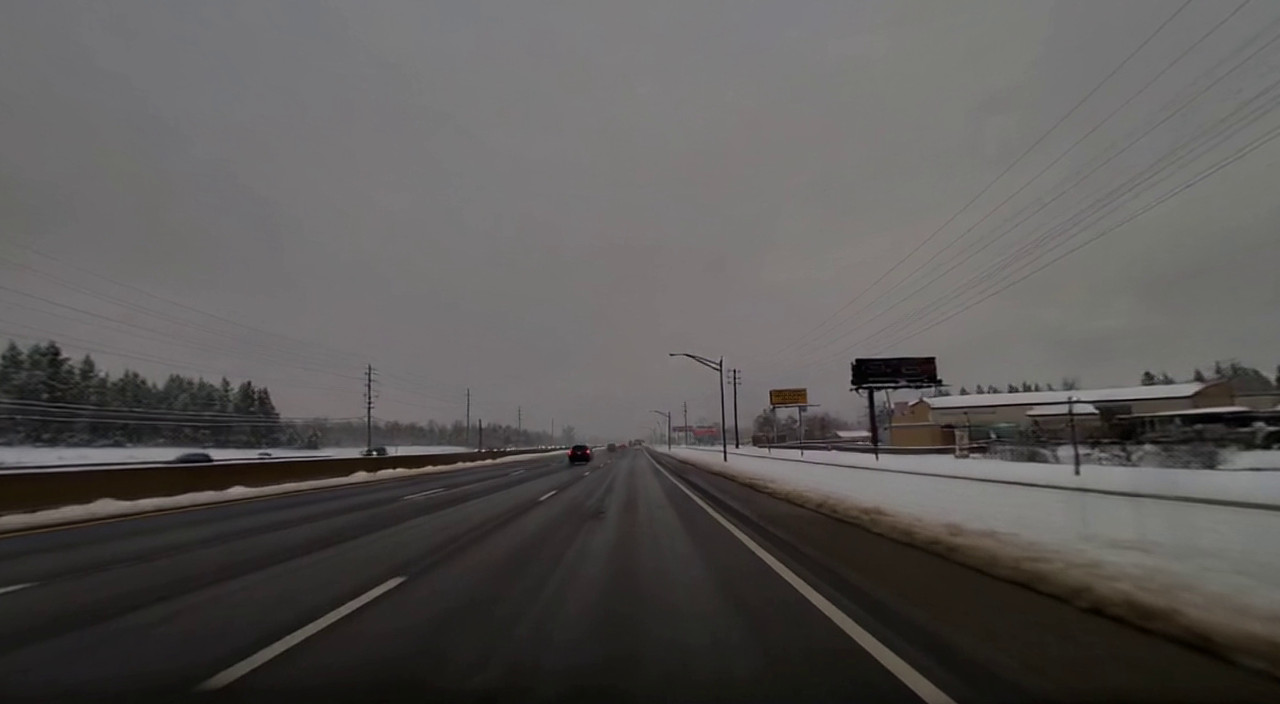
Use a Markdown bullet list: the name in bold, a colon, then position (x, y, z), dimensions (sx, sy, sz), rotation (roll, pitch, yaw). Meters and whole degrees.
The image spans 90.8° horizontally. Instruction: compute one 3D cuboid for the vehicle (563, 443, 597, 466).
- **vehicle**: position (-4.219, 7.271, 45.018), dimensions (1.940, 1.479, 4.545), rotation (0, -9, 0)
